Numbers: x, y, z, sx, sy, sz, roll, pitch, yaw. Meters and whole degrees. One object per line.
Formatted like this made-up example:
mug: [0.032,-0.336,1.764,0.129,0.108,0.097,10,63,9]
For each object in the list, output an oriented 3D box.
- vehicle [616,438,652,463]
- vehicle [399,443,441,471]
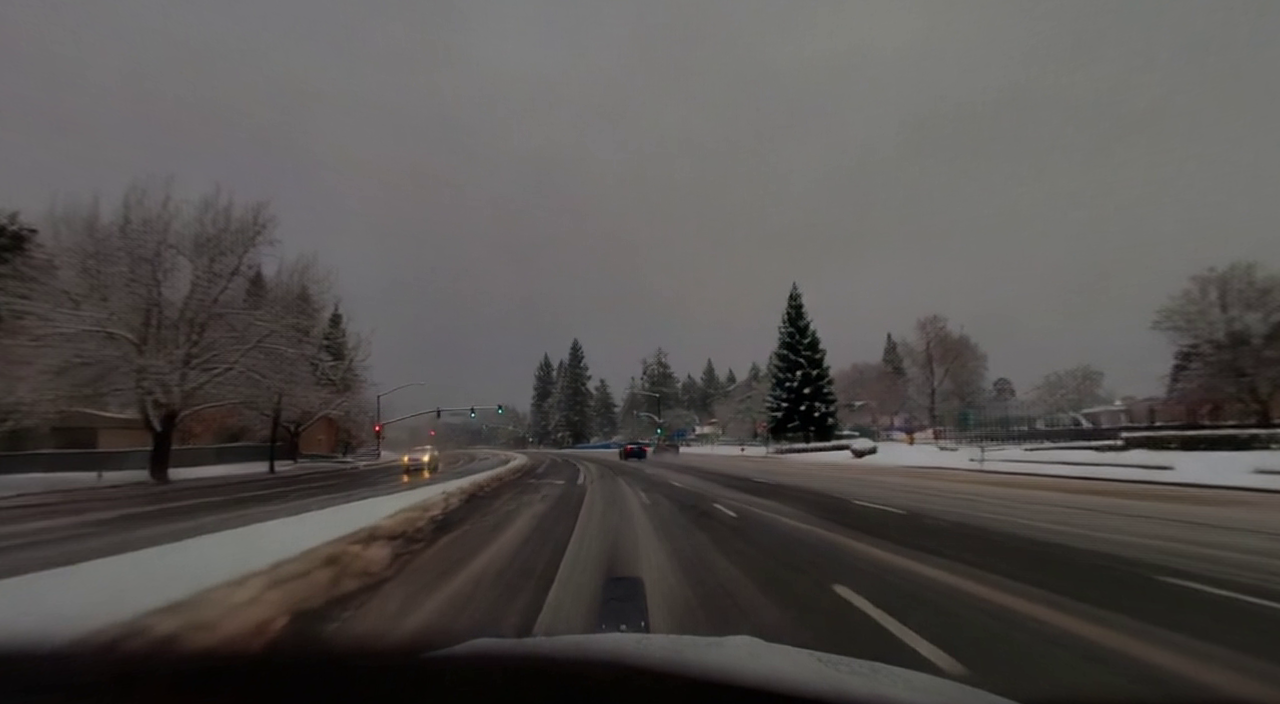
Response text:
vehicle: [-0.508,7.566,48.710,2.046,1.818,4.603,1,-9,-10]
vehicle: [-16.314,7.773,46.919,2.124,1.844,4.520,-2,-8,-8]
